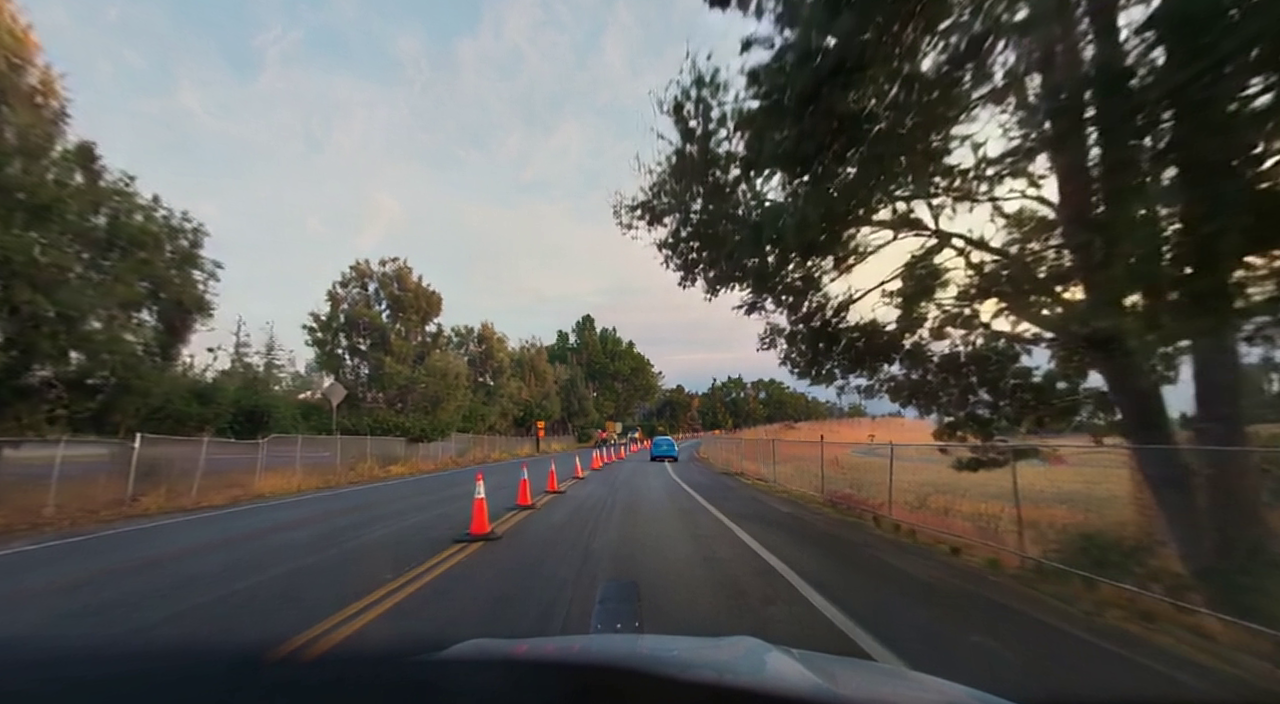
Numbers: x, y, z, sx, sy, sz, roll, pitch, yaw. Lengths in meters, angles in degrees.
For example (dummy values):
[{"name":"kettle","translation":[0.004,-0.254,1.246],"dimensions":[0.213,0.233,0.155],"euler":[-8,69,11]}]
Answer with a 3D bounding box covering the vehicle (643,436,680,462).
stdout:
[{"name":"vehicle","translation":[1.396,5.998,39.146],"dimensions":[2.172,1.486,3.581],"euler":[-1,-9,4]}]
